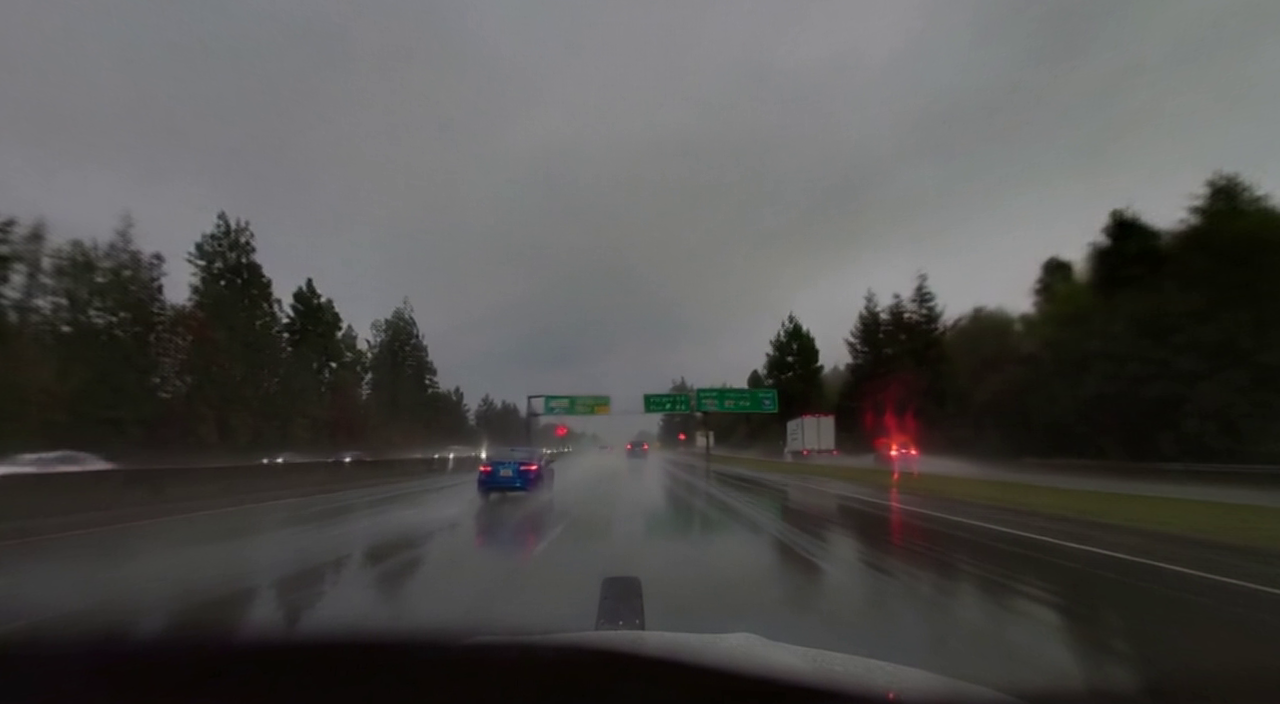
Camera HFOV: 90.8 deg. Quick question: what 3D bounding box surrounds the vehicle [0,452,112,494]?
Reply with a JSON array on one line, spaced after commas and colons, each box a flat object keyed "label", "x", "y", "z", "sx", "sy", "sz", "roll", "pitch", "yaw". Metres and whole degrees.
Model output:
[{"label": "vehicle", "x": -24.722, "y": 4.924, "z": 26.045, "sx": 1.895, "sy": 1.549, "sz": 4.569, "roll": 0, "pitch": -9, "yaw": 0}]

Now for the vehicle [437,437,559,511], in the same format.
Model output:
[{"label": "vehicle", "x": -3.276, "y": 2.916, "z": 15.514, "sx": 2.020, "sy": 1.554, "sz": 4.137, "roll": 0, "pitch": -9, "yaw": 0}]

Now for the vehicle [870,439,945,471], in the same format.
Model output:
[{"label": "vehicle", "x": 15.309, "y": 5.915, "z": 36.468, "sx": 2.081, "sy": 1.707, "sz": 4.756, "roll": 0, "pitch": -9, "yaw": -2}]
